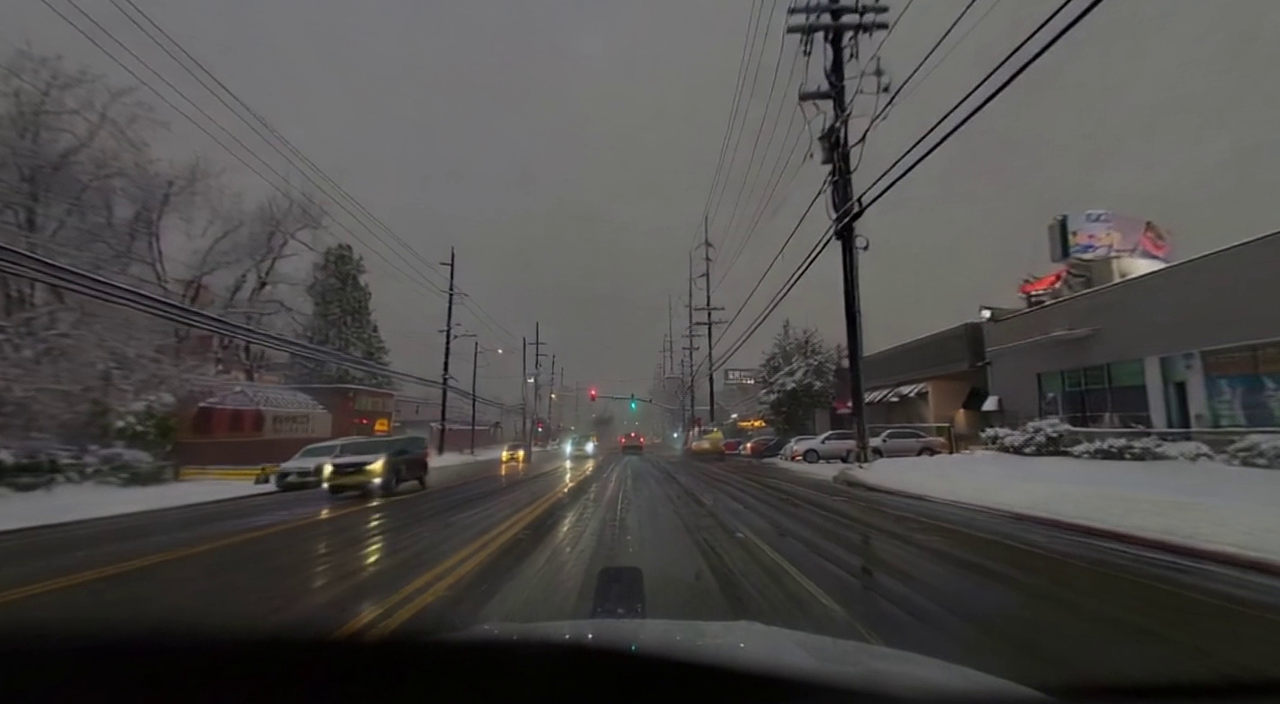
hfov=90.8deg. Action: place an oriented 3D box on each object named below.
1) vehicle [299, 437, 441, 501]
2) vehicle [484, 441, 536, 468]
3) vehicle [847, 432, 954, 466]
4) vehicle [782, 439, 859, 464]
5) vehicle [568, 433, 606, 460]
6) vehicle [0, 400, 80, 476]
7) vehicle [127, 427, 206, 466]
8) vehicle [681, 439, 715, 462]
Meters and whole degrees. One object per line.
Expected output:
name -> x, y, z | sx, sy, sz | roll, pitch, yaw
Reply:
vehicle -> -7.282, 3.191, 17.677 | 1.952, 1.536, 4.623 | 0, -8, 0
vehicle -> -7.435, 5.916, 36.631 | 2.020, 1.479, 4.612 | 0, -8, 0
vehicle -> 15.077, 5.617, 36.768 | 5.307, 1.877, 2.052 | 0, -8, -1
vehicle -> 11.298, 6.261, 39.705 | 4.238, 1.464, 1.862 | 0, -9, 2
vehicle -> -3.910, 7.073, 47.356 | 2.277, 1.904, 5.583 | 0, -8, 1
vehicle -> -32.241, 4.555, 33.362 | 3.976, 3.736, 2.624 | -6, -11, 33
vehicle -> -33.069, 6.628, 44.206 | 3.915, 2.641, 1.656 | 1, -9, -3
vehicle -> 4.038, 6.964, 44.775 | 1.926, 1.482, 4.442 | 0, -8, -1
